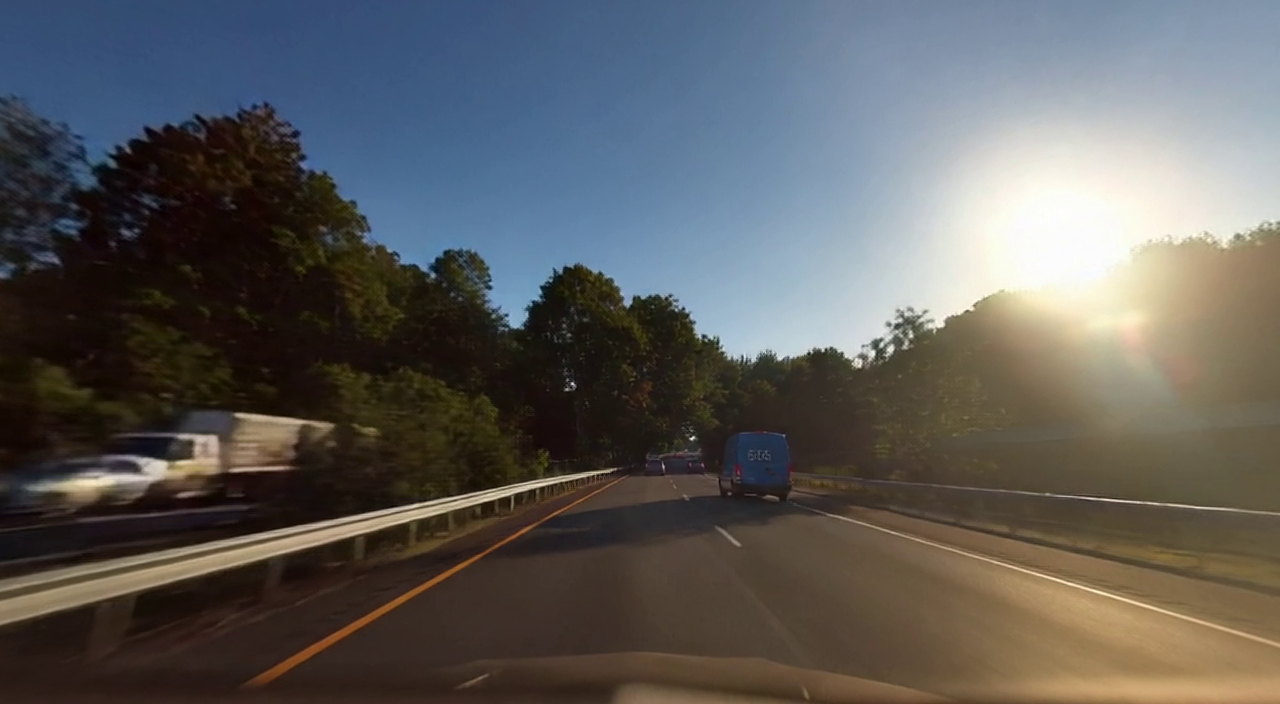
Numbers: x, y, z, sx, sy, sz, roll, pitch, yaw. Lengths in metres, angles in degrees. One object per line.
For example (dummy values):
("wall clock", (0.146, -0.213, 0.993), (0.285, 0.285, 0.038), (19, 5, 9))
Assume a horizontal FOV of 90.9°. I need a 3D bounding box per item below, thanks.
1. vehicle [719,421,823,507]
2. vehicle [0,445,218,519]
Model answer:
("vehicle", (4.387, 3.971, 22.315), (2.366, 2.595, 5.793), (1, -11, 0))
("vehicle", (-12.728, 3.061, 15.119), (1.917, 1.465, 4.638), (1, -11, 0))
